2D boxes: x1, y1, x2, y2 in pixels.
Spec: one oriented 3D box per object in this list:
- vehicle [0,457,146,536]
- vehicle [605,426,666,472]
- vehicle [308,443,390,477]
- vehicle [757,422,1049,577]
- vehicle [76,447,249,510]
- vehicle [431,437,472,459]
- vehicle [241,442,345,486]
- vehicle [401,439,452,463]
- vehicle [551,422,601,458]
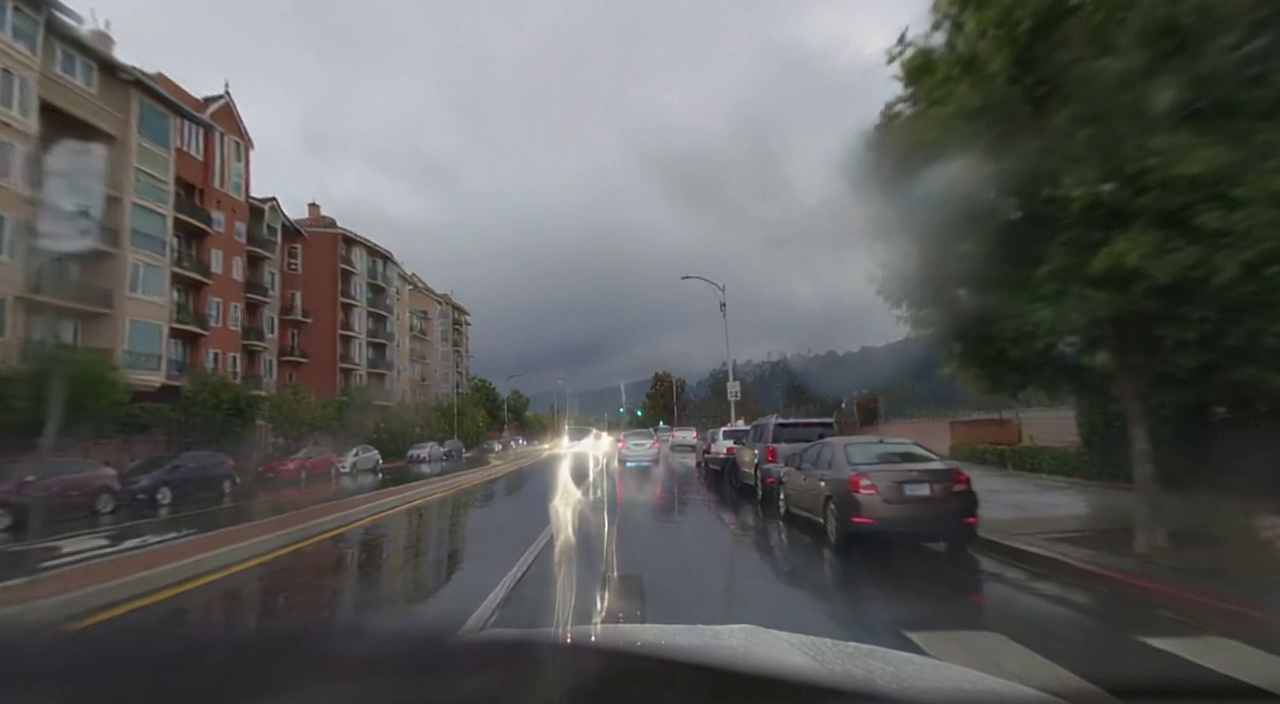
[{"bbox_3d":[-13.662,3.120,13.908,1.863,1.468,4.565,0,-8,0],"label":"vehicle"},{"bbox_3d":[-0.177,3.505,22.933,2.026,1.496,3.701,0,-8,-1],"label":"vehicle"},{"bbox_3d":[-13.902,5.138,30.434,1.837,1.470,4.263,0,-8,1],"label":"vehicle"},{"bbox_3d":[2.956,1.743,8.389,1.874,1.468,4.550,0,-8,-1],"label":"vehicle"},{"bbox_3d":[-13.880,3.641,18.769,1.805,1.580,4.477,0,-8,-3],"label":"vehicle"},{"bbox_3d":[-14.001,7.132,47.059,1.839,1.594,4.055,0,-8,-1],"label":"vehicle"},{"bbox_3d":[-14.037,4.512,25.895,1.887,1.619,4.208,0,-8,-1],"label":"vehicle"},{"bbox_3d":[-13.982,6.493,41.696,1.907,1.480,4.498,0,-8,-1],"label":"vehicle"},{"bbox_3d":[-3.214,4.561,32.653,2.065,1.705,4.353,0,-8,1],"label":"vehicle"}]
